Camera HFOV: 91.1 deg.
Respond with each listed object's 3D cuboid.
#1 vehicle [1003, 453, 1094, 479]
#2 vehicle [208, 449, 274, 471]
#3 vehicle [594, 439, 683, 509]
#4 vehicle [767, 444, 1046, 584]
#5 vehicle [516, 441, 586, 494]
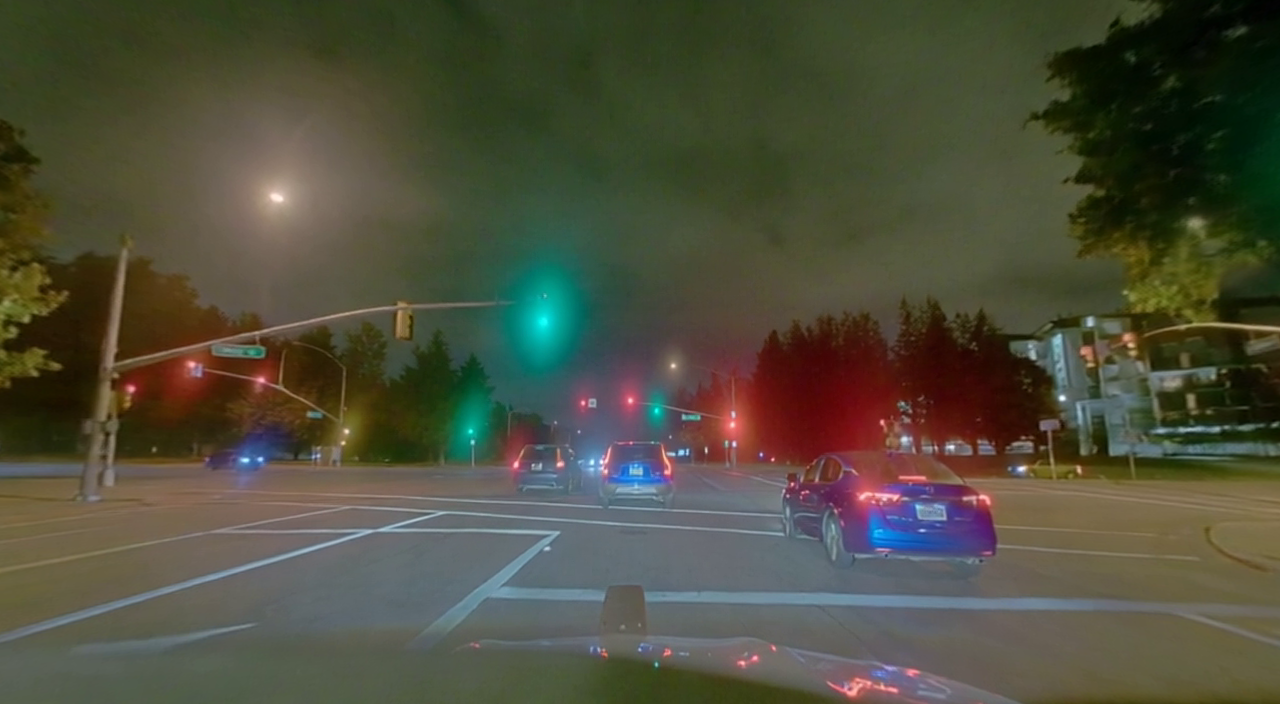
[{"bbox_3d":[27.864,7.794,43.013,4.705,1.631,2.053,-3,-9,16],"label":"vehicle"},{"bbox_3d":[-31.318,8.450,49.292,4.422,1.605,1.955,-3,-9,20],"label":"vehicle"},{"bbox_3d":[-0.011,3.232,17.182,2.108,1.654,4.235,0,-8,1],"label":"vehicle"},{"bbox_3d":[3.290,2.063,8.993,2.056,1.468,4.520,0,-8,1],"label":"vehicle"},{"bbox_3d":[-2.979,3.951,21.871,1.987,1.633,4.005,0,-8,-2],"label":"vehicle"}]
